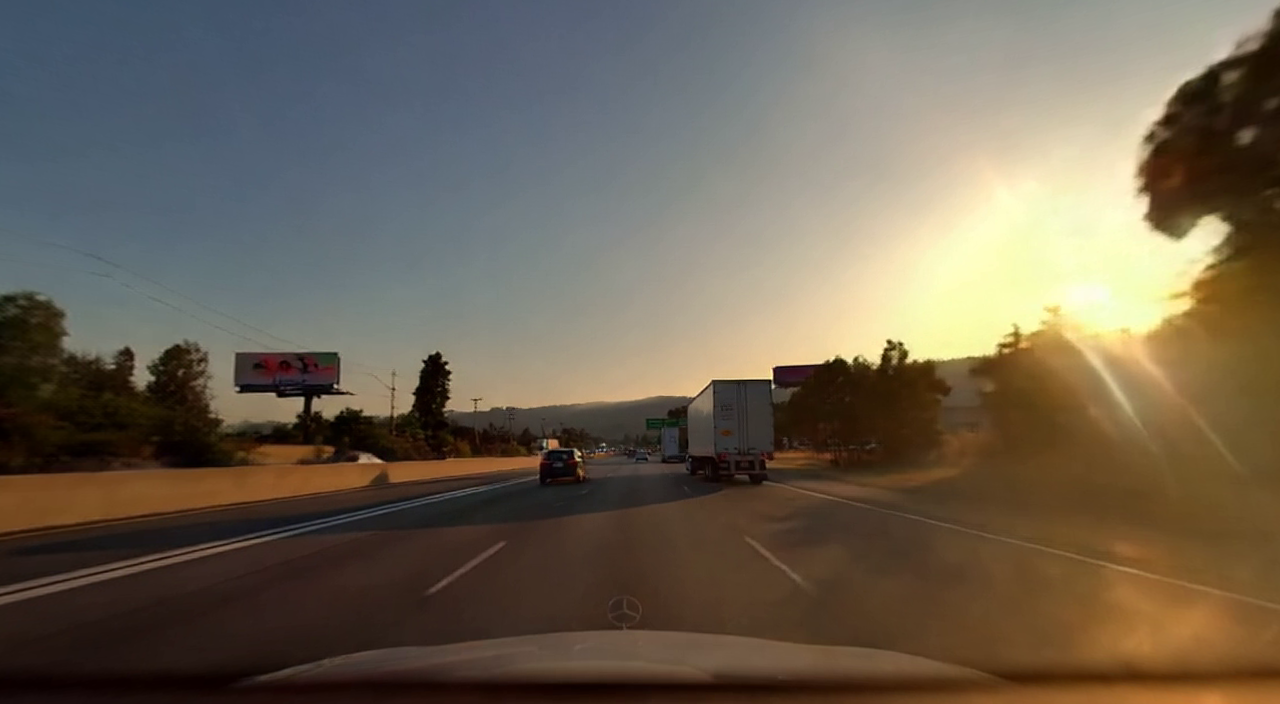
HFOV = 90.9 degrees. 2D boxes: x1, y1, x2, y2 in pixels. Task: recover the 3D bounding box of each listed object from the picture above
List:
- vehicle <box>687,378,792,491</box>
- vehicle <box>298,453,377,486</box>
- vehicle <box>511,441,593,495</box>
[{"bbox_3d":[4.282,4.226,30.988,2.826,4.269,14.176,0,-9,0],"label":"vehicle"},{"bbox_3d":[-15.843,6.155,33.311,1.928,1.577,4.444,0,-9,0],"label":"vehicle"},{"bbox_3d":[-3.157,4.312,23.823,2.291,1.788,4.825,0,-9,1],"label":"vehicle"}]
